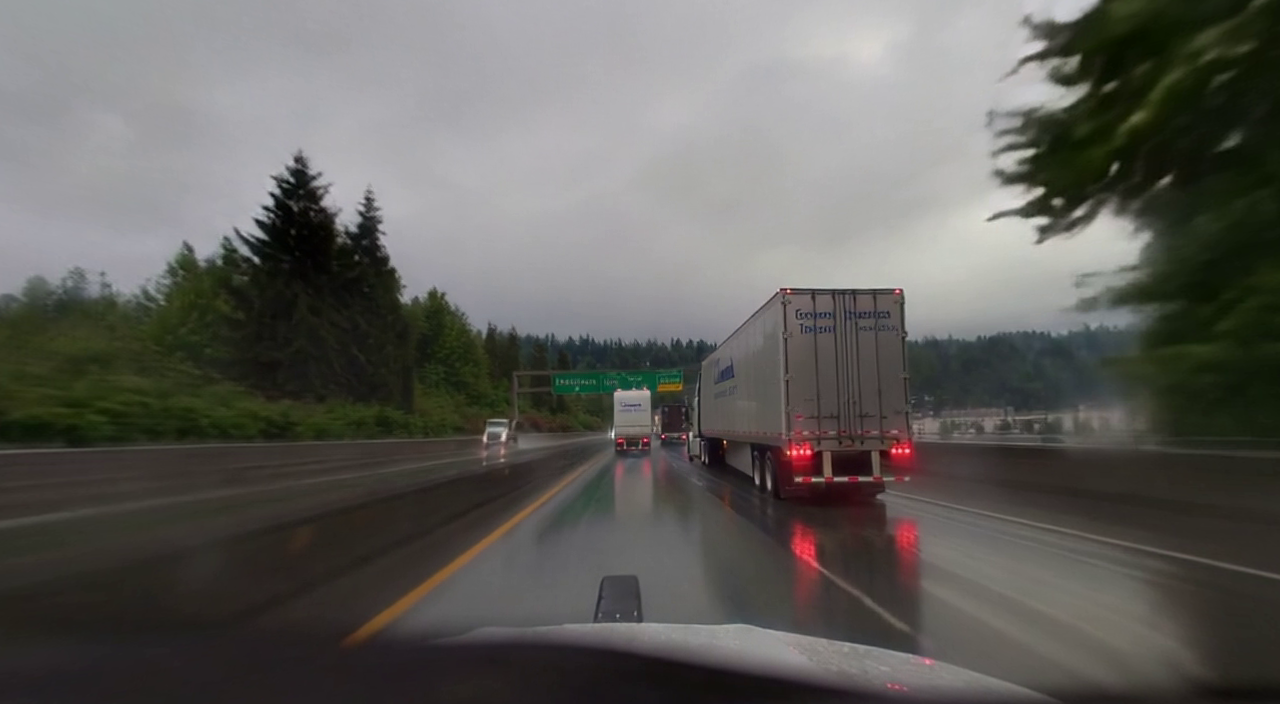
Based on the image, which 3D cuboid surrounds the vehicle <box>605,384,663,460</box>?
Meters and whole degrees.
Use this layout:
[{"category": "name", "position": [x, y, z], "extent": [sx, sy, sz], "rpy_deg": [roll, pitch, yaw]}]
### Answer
[{"category": "vehicle", "position": [-0.392, 4.290, 37.520], "extent": [2.958, 3.917, 10.196], "rpy_deg": [0, -8, -1]}]

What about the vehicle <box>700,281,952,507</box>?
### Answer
[{"category": "vehicle", "position": [4.052, 1.704, 18.796], "extent": [2.856, 4.145, 14.500], "rpy_deg": [0, -8, -1]}]
